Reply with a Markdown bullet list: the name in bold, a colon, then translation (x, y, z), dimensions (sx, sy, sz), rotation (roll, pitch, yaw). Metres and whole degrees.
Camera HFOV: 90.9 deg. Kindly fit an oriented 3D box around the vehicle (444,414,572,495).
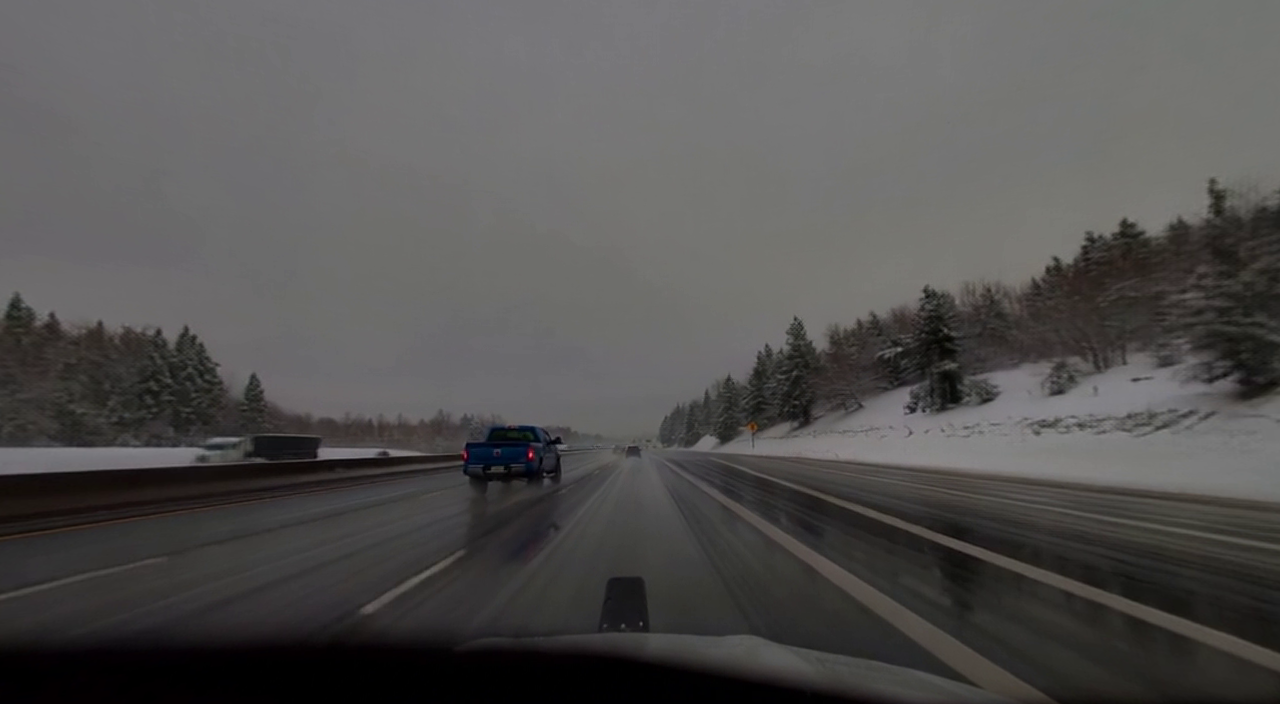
- **vehicle**: translation (-3.790, 3.132, 19.584), dimensions (2.601, 2.084, 6.068), rotation (0, -8, 1)
